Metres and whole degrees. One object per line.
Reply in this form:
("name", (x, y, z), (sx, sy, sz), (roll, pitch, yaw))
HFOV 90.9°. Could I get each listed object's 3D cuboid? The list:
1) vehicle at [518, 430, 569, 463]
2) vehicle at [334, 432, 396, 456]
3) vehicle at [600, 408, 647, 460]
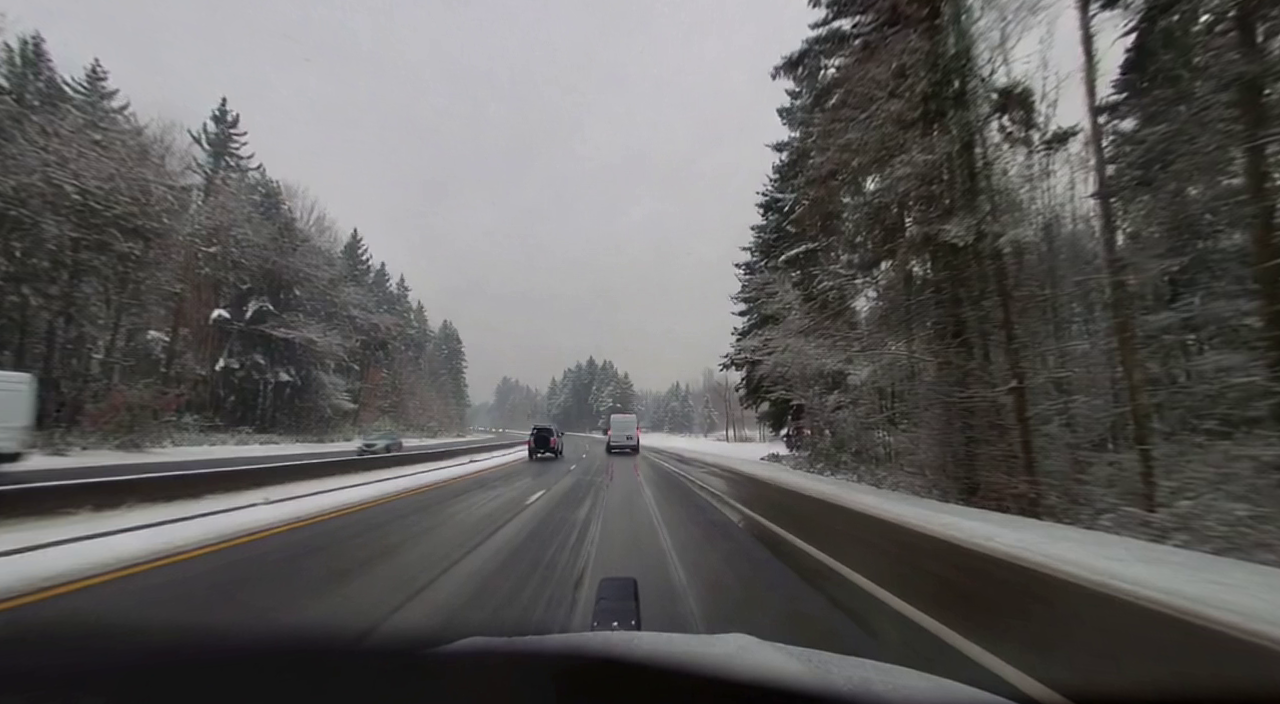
("vehicle", (-5.085, 5.056, 33.865), (2.110, 1.636, 4.453), (0, -8, -1))
("vehicle", (-17.169, 5.759, 39.627), (2.035, 1.439, 4.343), (0, -8, -1))
("vehicle", (-1.079, 5.035, 38.613), (2.647, 2.896, 6.480), (0, -8, -3))
